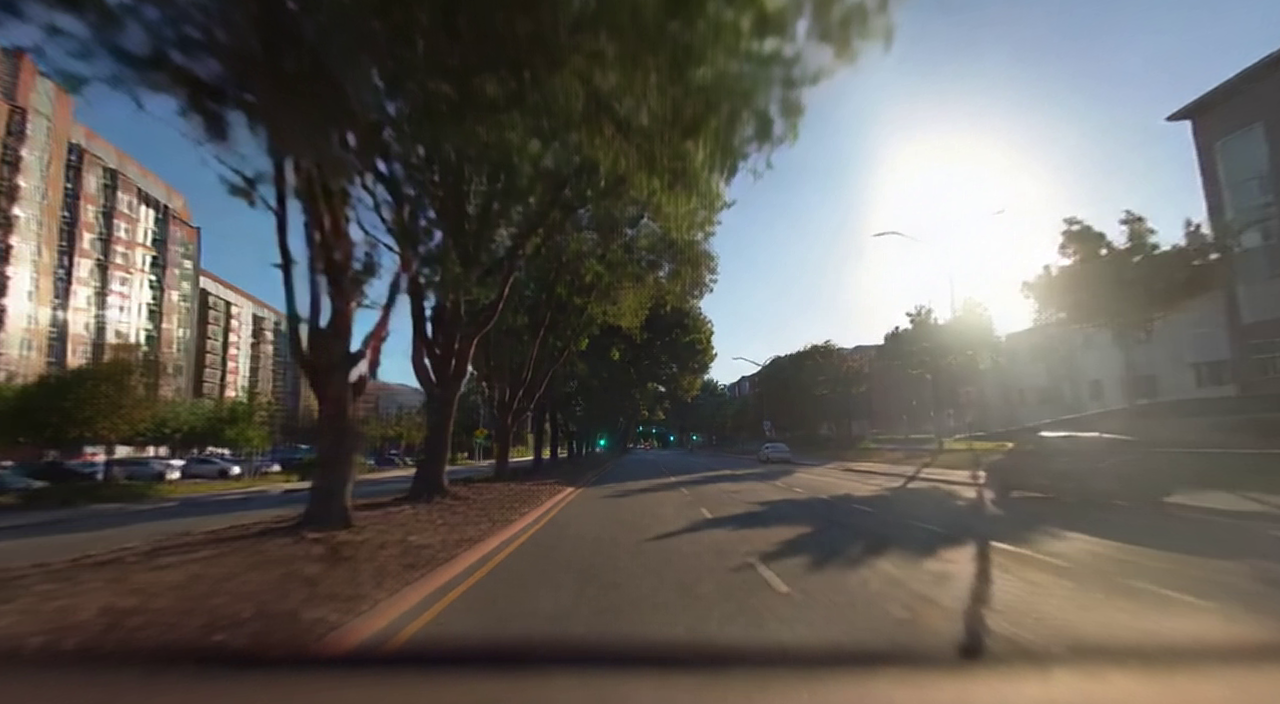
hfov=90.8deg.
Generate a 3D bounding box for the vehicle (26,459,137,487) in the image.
[{"bbox_3d":[-30.804,6.661,34.921,4.289,1.480,1.890,0,-8,1],"label":"vehicle"}]

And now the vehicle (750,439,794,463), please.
[{"bbox_3d":[9.939,7.516,47.933,2.051,1.726,4.898,0,-9,-3],"label":"vehicle"}]

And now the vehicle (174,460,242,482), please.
[{"bbox_3d":[-30.973,8.543,45.321,3.652,1.488,1.678,-1,-8,3],"label":"vehicle"}]

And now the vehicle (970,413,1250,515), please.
[{"bbox_3d":[9.975,2.431,14.150,2.272,1.843,4.913,0,-9,-3],"label":"vehicle"}]

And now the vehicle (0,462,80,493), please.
[{"bbox_3d":[-31.261,6.366,32.107,3.816,1.450,1.967,-1,-8,4],"label":"vehicle"}]
